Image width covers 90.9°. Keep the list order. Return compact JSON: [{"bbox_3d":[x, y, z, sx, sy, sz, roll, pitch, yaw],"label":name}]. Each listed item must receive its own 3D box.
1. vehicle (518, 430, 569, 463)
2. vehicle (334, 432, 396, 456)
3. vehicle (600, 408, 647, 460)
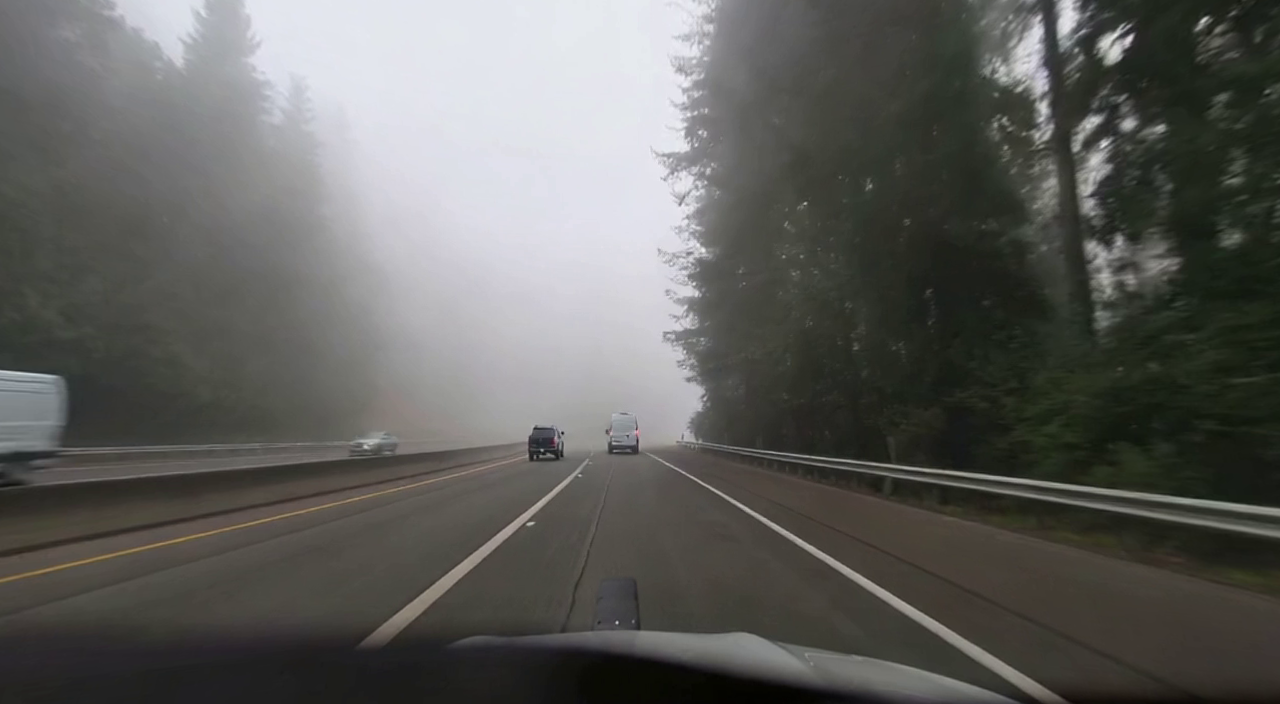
[{"bbox_3d":[-5.085,5.056,33.865,2.110,1.636,4.453,0,-8,-1],"label":"vehicle"},{"bbox_3d":[-17.169,5.759,39.627,2.035,1.439,4.343,0,-8,-1],"label":"vehicle"},{"bbox_3d":[-1.079,5.035,38.613,2.647,2.896,6.480,0,-8,-3],"label":"vehicle"}]
